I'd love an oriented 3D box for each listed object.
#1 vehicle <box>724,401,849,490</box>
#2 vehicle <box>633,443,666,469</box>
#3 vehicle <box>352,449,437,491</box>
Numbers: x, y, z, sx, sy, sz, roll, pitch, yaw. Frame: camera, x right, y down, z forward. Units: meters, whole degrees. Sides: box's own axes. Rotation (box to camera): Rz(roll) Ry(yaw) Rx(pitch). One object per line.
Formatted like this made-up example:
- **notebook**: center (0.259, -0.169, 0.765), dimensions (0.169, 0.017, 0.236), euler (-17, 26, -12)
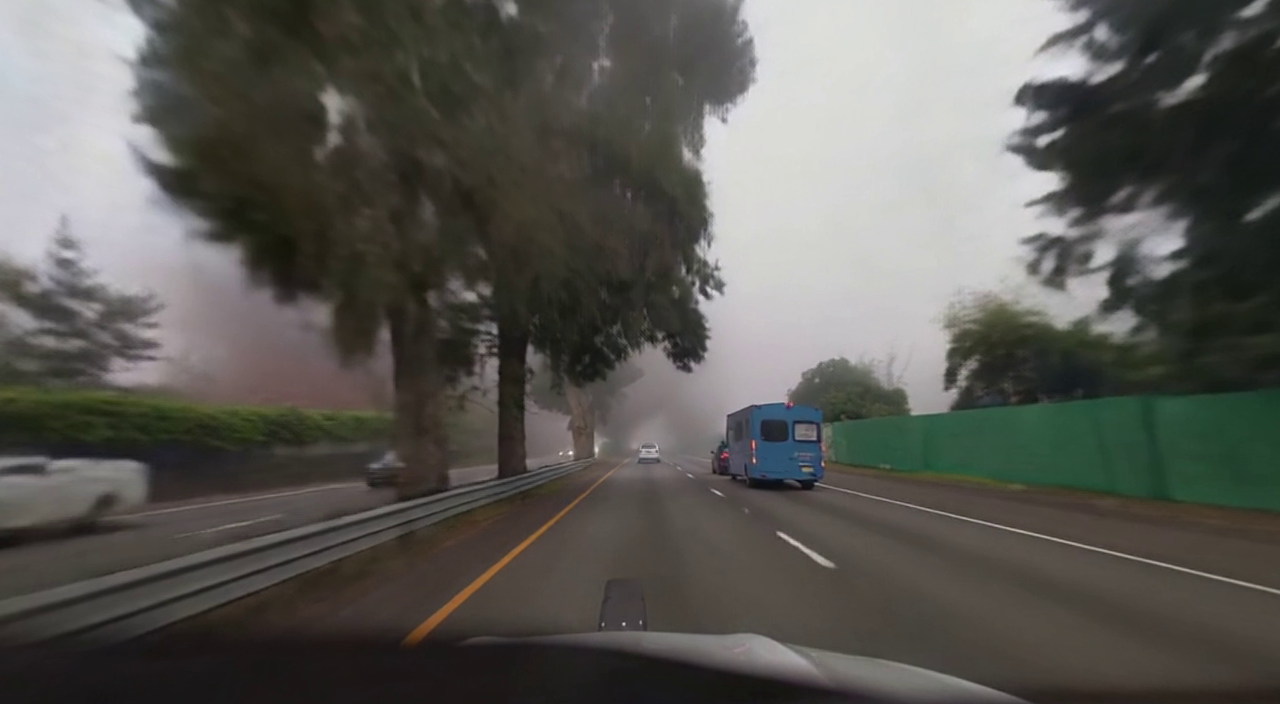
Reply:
- **vehicle**: center (4.873, 3.336, 22.540), dimensions (2.712, 2.659, 6.992), euler (0, -8, -1)
- **vehicle**: center (0.590, 6.752, 41.123), dimensions (2.030, 1.572, 4.067), euler (0, -8, 0)
- **vehicle**: center (-10.307, 4.956, 26.820), dimensions (1.953, 1.629, 3.984), euler (0, -8, 1)
